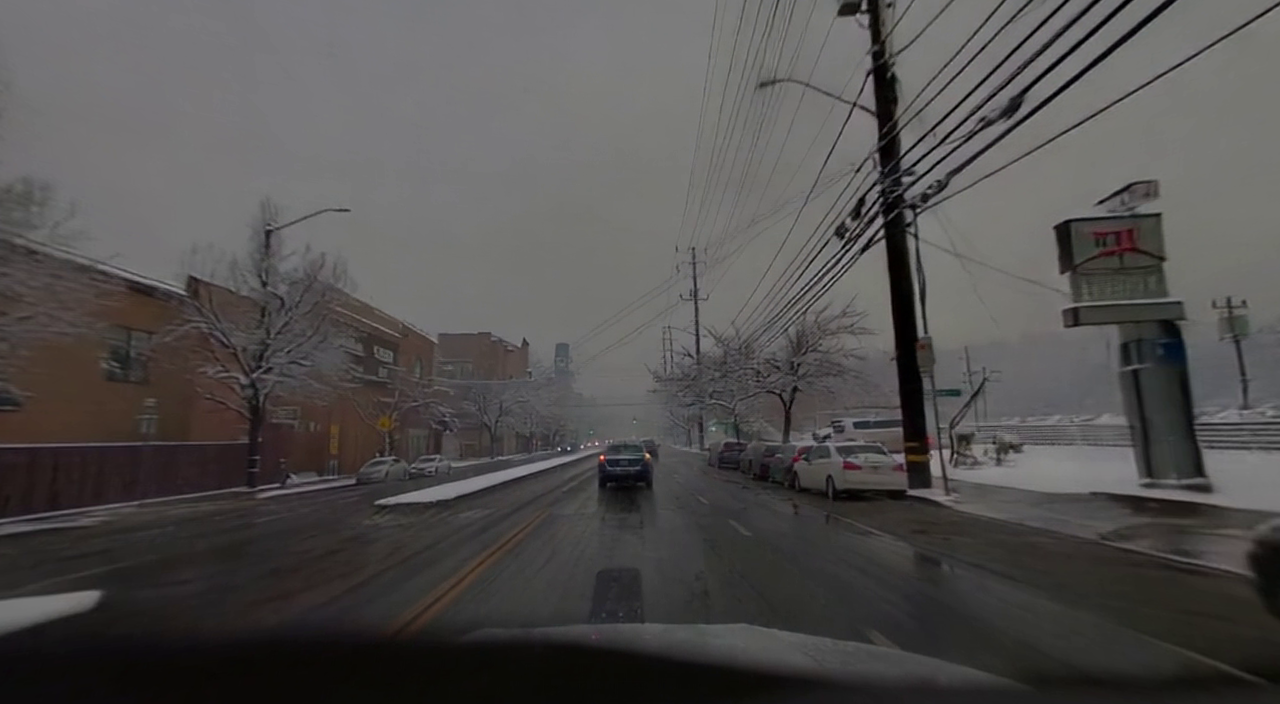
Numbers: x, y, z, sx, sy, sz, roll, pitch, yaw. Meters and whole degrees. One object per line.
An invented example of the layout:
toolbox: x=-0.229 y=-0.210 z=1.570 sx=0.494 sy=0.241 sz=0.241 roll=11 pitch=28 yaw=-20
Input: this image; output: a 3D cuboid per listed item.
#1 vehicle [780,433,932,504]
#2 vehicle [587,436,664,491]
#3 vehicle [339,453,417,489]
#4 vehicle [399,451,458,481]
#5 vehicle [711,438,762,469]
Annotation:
vehicle: x=5.056 y=2.795 z=15.606 sx=1.987 sy=1.459 sz=4.677 roll=0 pitch=-8 yaw=-2
vehicle: x=-0.422 y=3.352 z=19.323 sx=2.116 sy=1.479 sz=3.980 roll=0 pitch=-8 yaw=-1
vehicle: x=-11.870 y=5.391 z=28.969 sx=1.828 sy=1.457 sz=4.371 roll=0 pitch=-8 yaw=-2
vehicle: x=-11.655 y=6.282 z=35.075 sx=1.817 sy=1.480 sz=4.282 roll=0 pitch=-8 yaw=-1
vehicle: x=5.088 y=5.438 z=33.989 sx=1.937 sy=1.523 sz=4.541 roll=0 pitch=-8 yaw=-1
